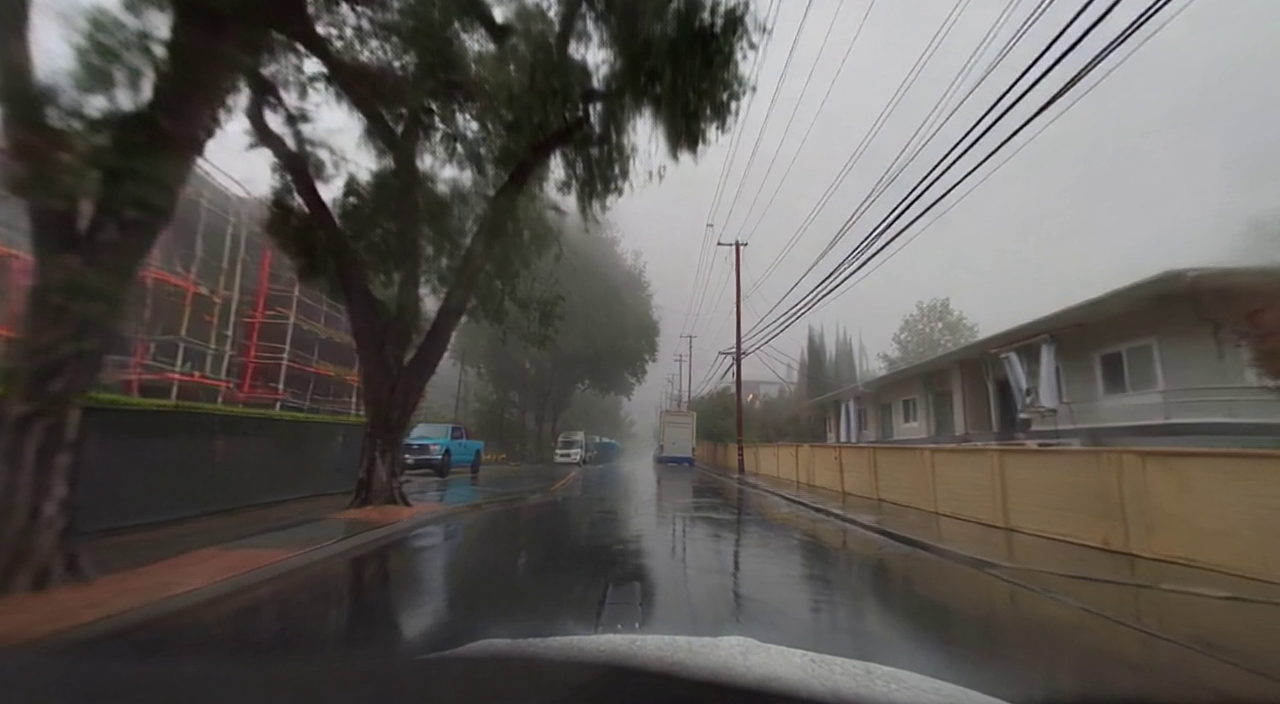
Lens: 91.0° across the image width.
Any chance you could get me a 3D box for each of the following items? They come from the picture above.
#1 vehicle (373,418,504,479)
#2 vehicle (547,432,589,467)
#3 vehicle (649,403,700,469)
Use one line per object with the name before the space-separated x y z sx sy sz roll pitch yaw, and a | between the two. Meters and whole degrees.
vehicle | -6.977 3.441 22.698 2.238 1.895 5.648 -1 -8 8
vehicle | -4.812 6.548 42.710 2.171 1.910 4.789 -1 -4 2
vehicle | 2.299 6.021 43.360 2.915 3.793 9.963 4 -11 3
